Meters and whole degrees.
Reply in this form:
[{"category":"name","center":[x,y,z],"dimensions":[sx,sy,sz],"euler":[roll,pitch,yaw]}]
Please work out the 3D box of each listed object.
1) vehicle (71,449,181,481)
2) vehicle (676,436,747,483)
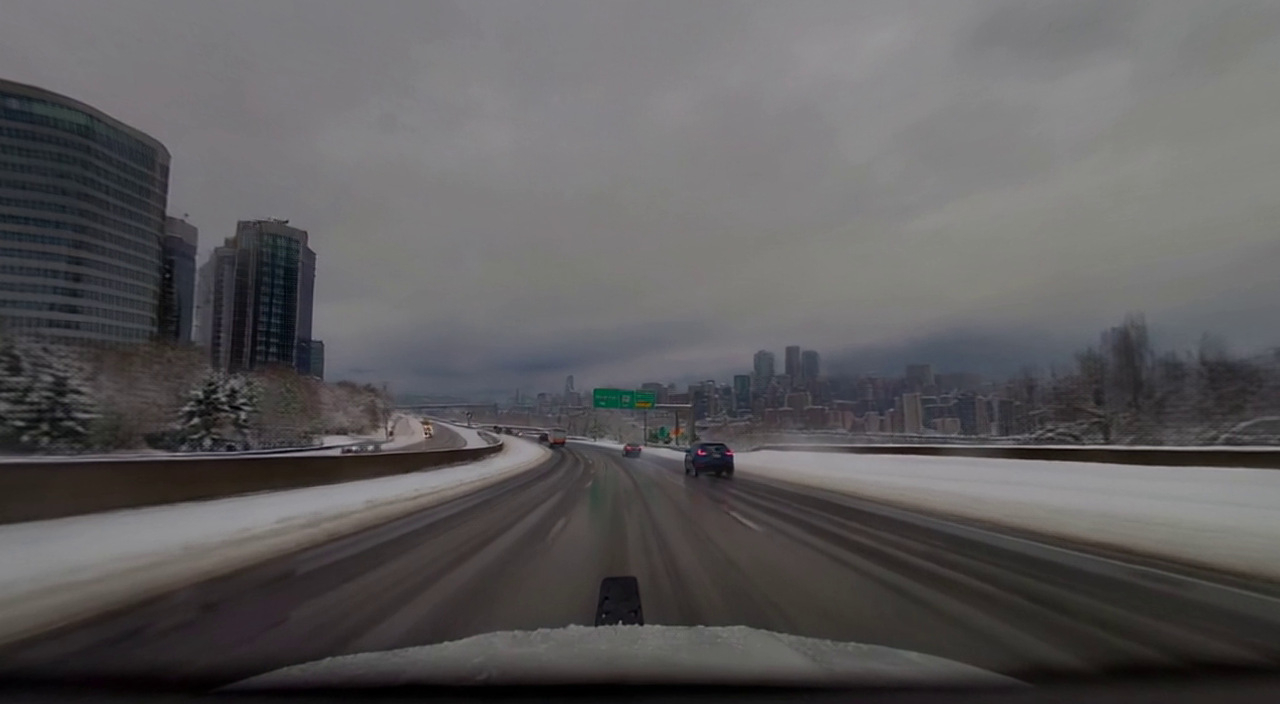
[{"category":"vehicle","center":[-25.797,5.659,31.978],"dimensions":[1.886,1.430,4.564],"euler":[0,-9,-3]},{"category":"vehicle","center":[2.852,4.439,26.383],"dimensions":[2.110,1.780,4.682],"euler":[0,-9,-4]}]
